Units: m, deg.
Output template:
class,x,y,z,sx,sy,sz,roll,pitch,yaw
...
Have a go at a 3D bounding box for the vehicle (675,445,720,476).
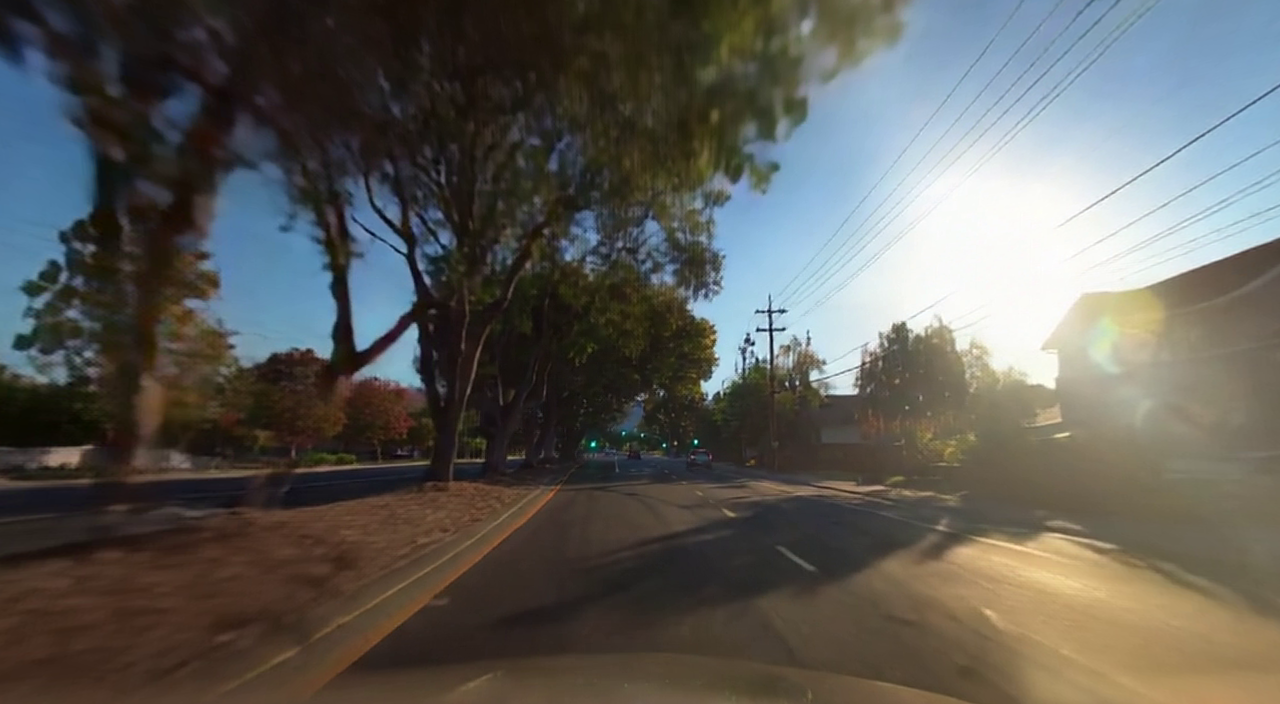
class,x,y,z,sx,sy,sz,roll,pitch,yaw
vehicle,3.462,6.576,38.564,2.240,1.781,4.433,0,-8,-1
